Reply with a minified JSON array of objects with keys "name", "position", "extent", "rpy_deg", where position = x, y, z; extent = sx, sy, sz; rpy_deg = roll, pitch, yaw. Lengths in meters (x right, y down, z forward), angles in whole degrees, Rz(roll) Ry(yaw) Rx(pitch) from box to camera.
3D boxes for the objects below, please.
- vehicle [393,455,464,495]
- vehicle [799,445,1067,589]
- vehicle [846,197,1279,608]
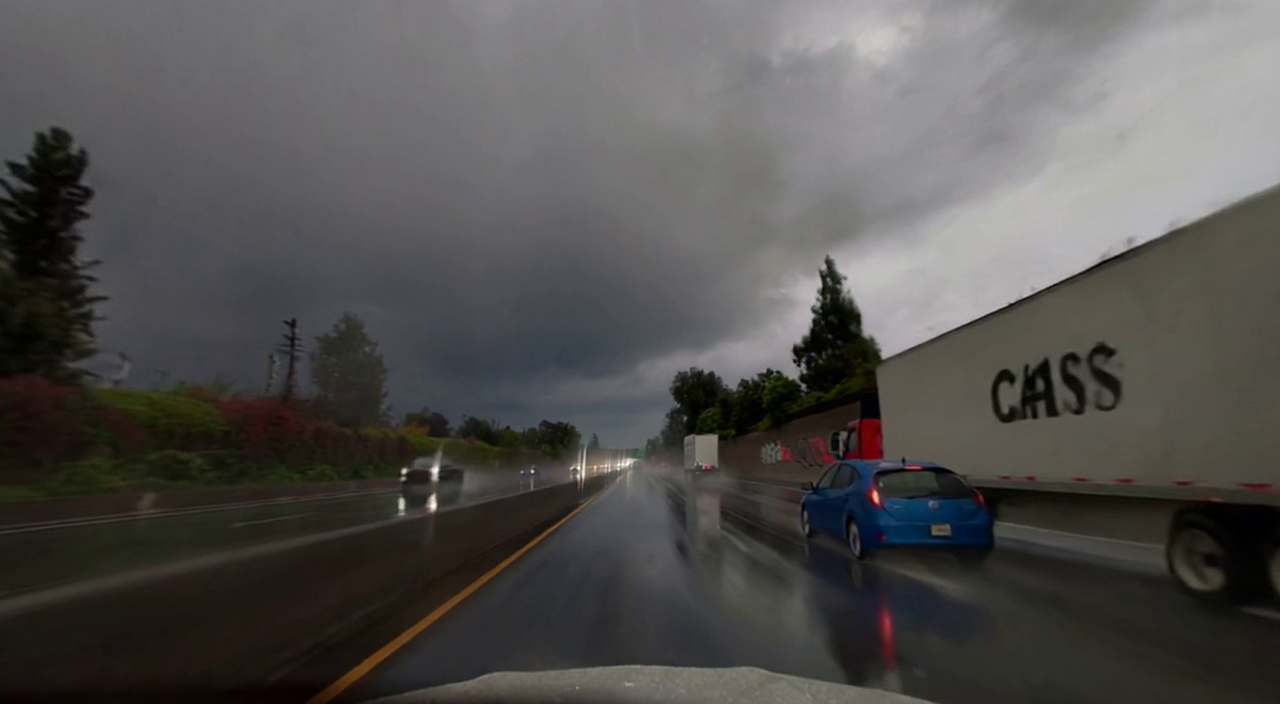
[{"name":"vehicle","position":[-12.093,7.075,36.494],"extent":[2.385,2.090,4.902],"rpy_deg":[1,-10,0]},{"name":"vehicle","position":[3.774,2.228,8.973],"extent":[2.011,1.574,3.512],"rpy_deg":[-1,-11,-1]},{"name":"vehicle","position":[8.018,1.378,10.982],"extent":[3.298,4.017,16.824],"rpy_deg":[1,-10,0]}]
